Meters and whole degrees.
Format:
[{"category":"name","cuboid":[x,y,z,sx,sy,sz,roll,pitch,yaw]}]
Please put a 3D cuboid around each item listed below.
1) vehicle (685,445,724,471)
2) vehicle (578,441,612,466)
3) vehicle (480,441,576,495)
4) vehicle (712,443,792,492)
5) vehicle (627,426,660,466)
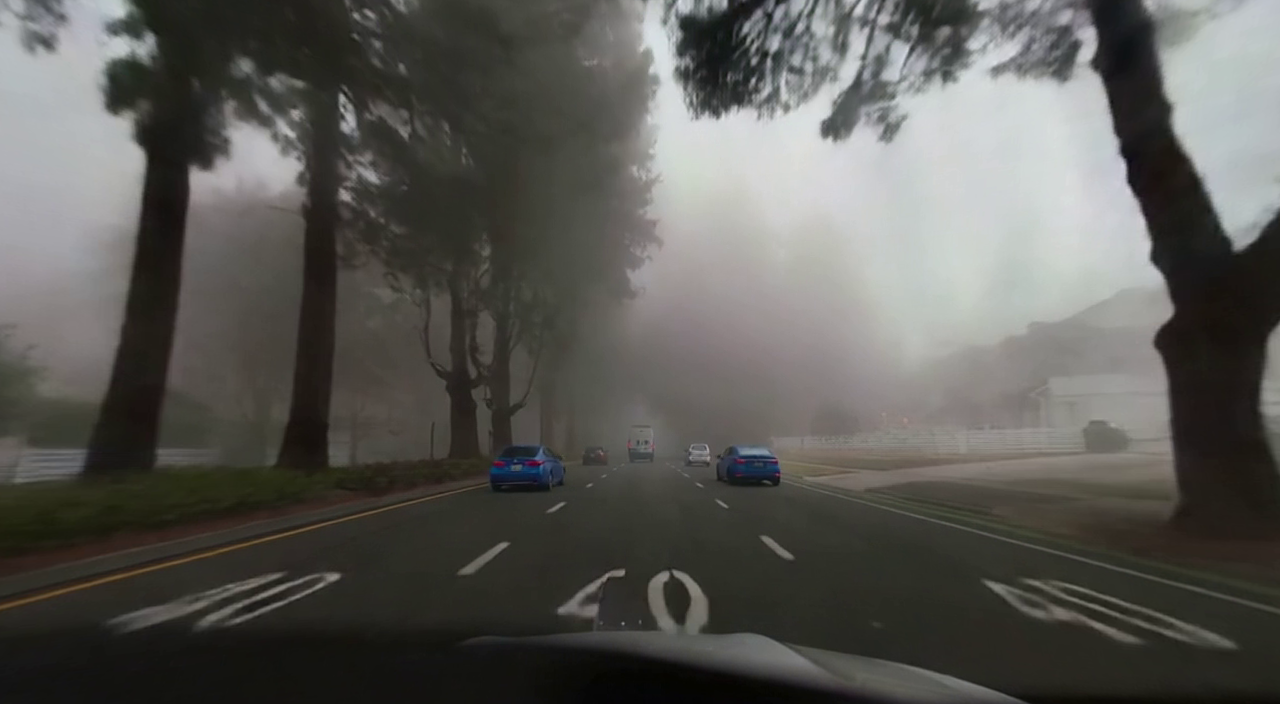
[{"category":"vehicle","cuboid":[4.003,6.624,39.450,1.905,1.520,4.340,1,-8,-1]},{"category":"vehicle","cuboid":[-3.167,7.301,45.264,2.021,1.715,4.329,0,-8,1]},{"category":"vehicle","cuboid":[-3.353,3.576,19.821,2.036,1.474,4.647,0,-8,2]},{"category":"vehicle","cuboid":[3.687,3.870,21.449,1.945,1.469,4.258,0,-8,0]},{"category":"vehicle","cuboid":[0.286,6.856,45.970,2.311,2.726,5.814,0,-8,1]}]
